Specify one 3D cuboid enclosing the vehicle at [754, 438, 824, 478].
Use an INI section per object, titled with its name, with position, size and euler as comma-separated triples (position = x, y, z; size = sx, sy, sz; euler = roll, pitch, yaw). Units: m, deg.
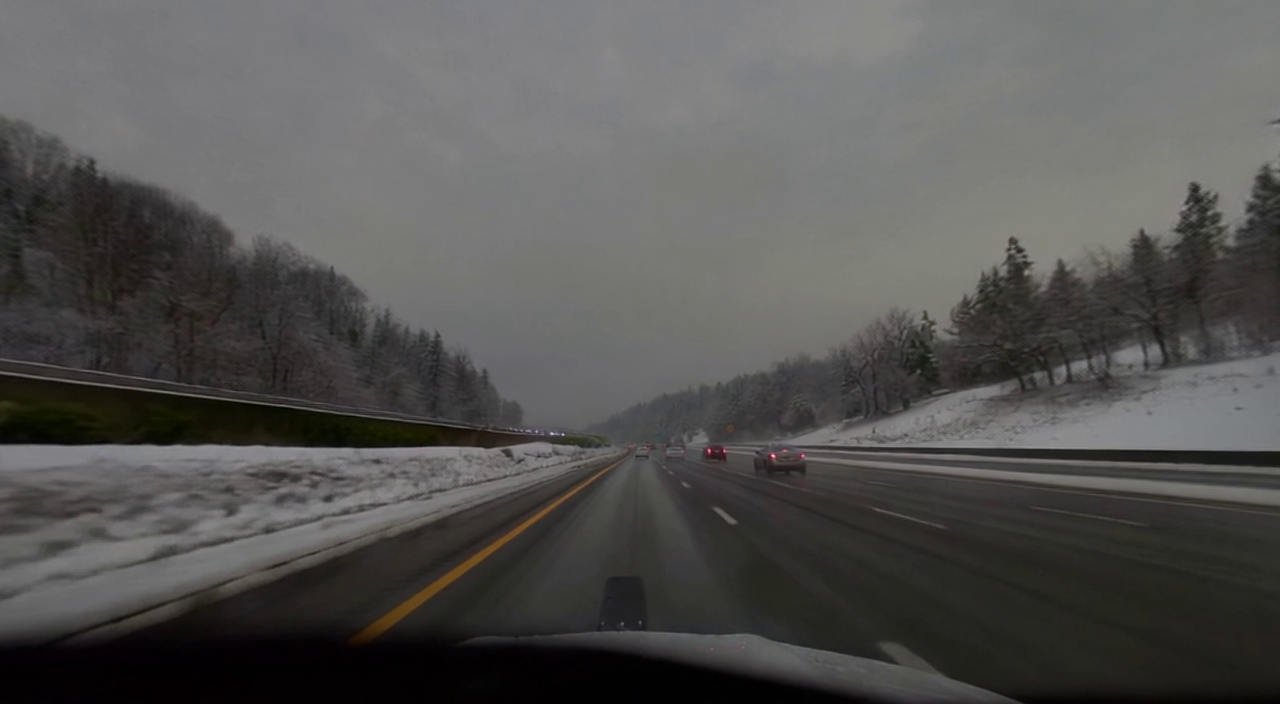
[vehicle]
position = 6.899, 4.946, 29.626
size = 2.048, 1.697, 4.689
euler = 0, -8, -1
